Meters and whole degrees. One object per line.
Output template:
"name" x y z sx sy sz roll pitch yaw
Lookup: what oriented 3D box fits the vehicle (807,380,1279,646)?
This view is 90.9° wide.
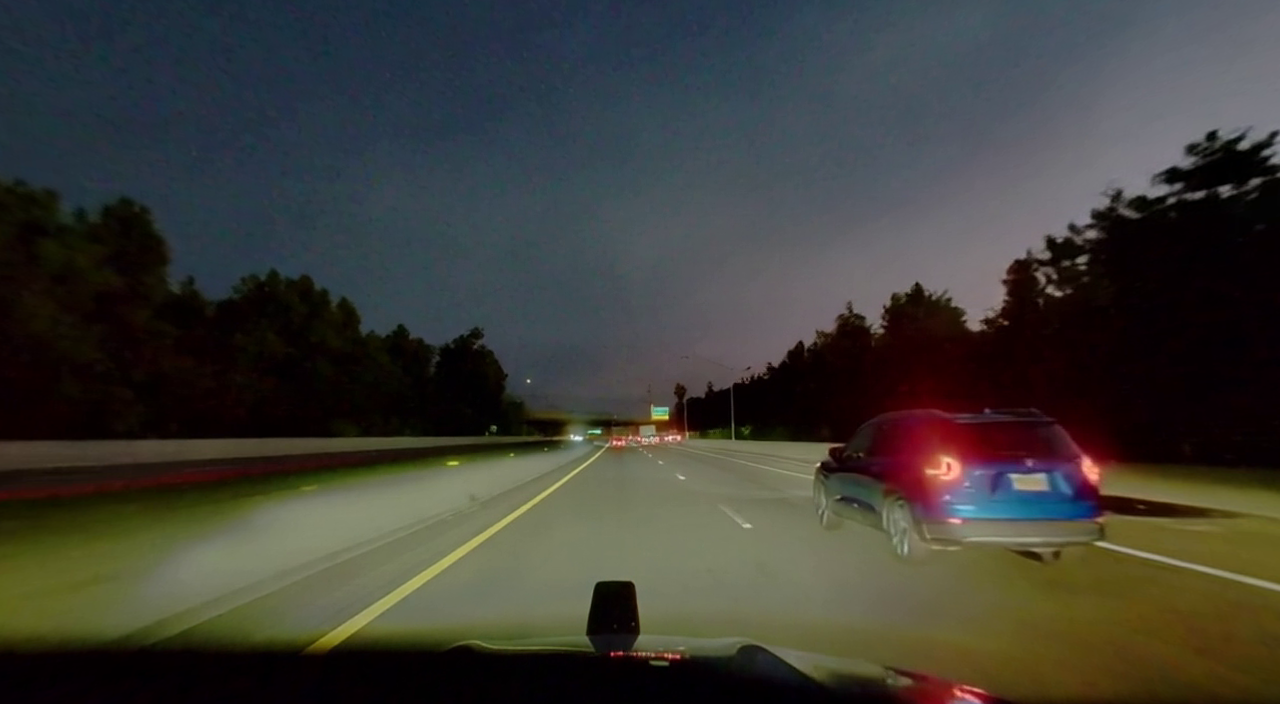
"vehicle" 3.370 1.312 6.304 2.085 1.681 4.436 0 -8 -1
